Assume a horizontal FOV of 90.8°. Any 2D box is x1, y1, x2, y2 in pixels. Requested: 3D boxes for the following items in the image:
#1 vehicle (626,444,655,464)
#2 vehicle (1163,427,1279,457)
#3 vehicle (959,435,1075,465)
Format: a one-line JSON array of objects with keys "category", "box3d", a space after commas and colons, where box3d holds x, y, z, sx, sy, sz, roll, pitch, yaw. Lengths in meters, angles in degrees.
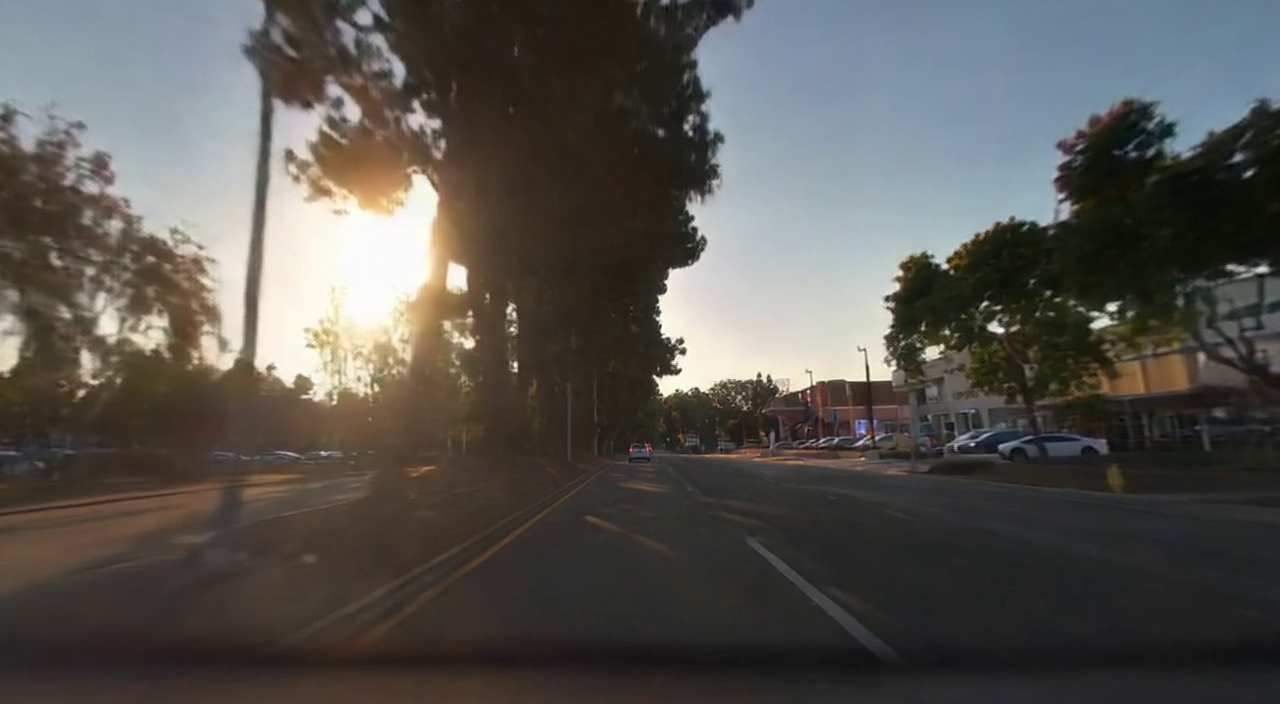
[{"category": "vehicle", "box3d": [-0.008, 8.017, 49.736, 2.159, 1.461, 4.142, 0, -9, -1]}, {"category": "vehicle", "box3d": [31.480, 4.889, 34.198, 1.927, 1.464, 4.368, 3, -9, -23]}, {"category": "vehicle", "box3d": [19.940, 5.219, 33.671, 2.048, 1.462, 4.802, 5, -10, -32]}]
